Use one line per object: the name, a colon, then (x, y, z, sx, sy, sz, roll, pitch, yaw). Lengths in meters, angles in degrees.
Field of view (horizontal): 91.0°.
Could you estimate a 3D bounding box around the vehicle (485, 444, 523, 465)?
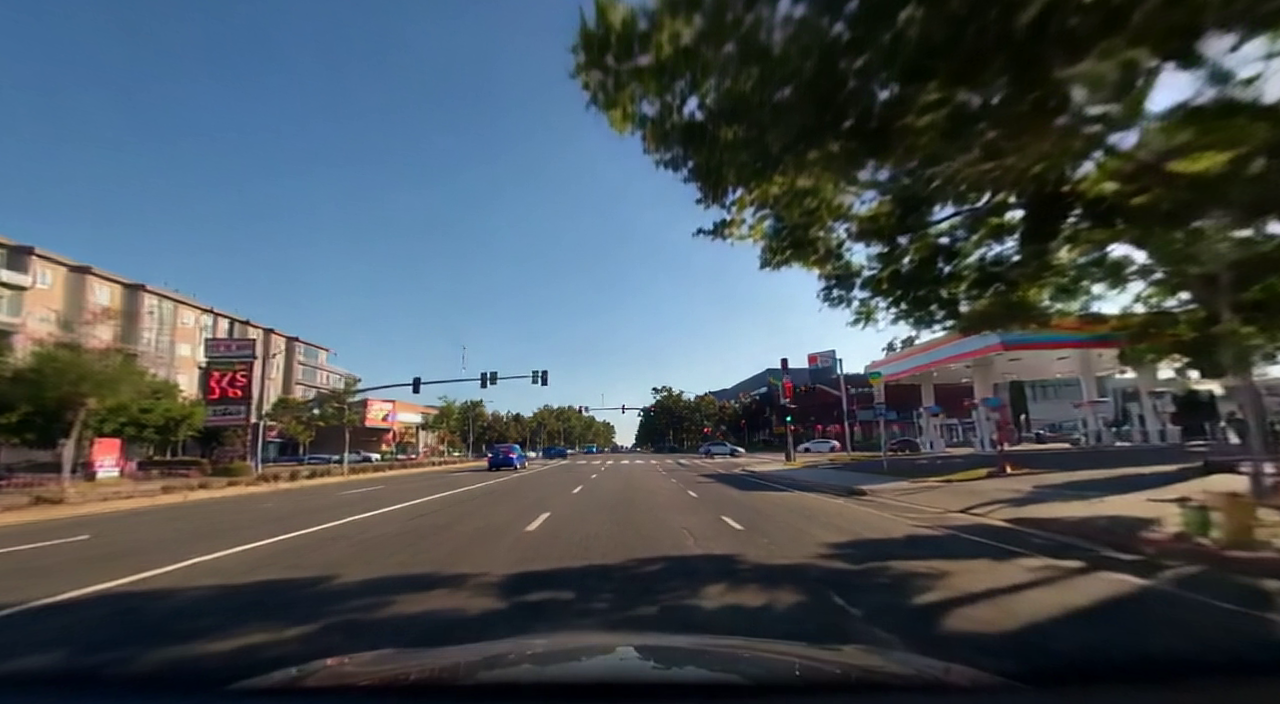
vehicle: (-10.379, 7.842, 48.387, 1.899, 1.460, 4.880, 0, -8, 0)
